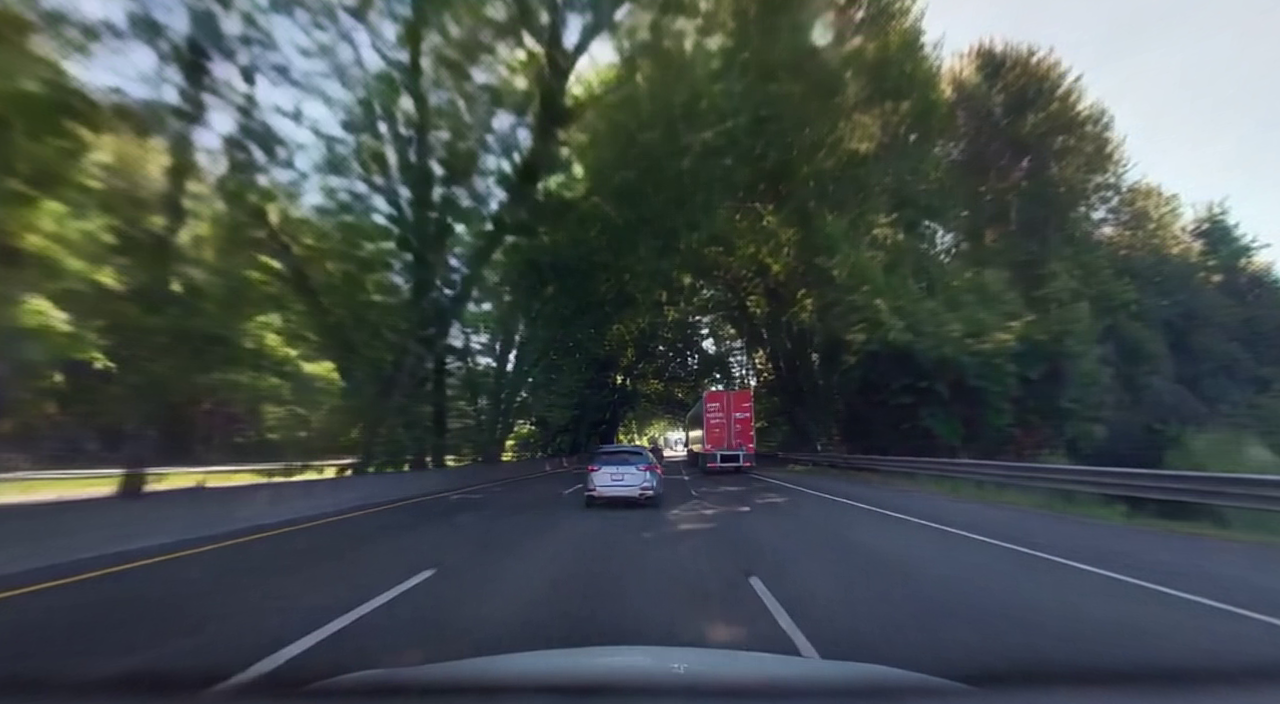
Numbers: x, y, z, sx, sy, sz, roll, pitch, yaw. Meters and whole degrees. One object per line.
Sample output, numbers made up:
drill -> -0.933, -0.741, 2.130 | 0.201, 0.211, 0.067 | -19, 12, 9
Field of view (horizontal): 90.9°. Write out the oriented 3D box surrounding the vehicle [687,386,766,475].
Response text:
vehicle -> 4.433, 4.644, 35.630 | 2.960, 4.018, 13.834 | 0, -9, 2

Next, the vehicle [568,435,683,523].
vehicle -> -0.204, 2.625, 13.520 | 2.039, 1.532, 4.610 | 0, -9, 1
